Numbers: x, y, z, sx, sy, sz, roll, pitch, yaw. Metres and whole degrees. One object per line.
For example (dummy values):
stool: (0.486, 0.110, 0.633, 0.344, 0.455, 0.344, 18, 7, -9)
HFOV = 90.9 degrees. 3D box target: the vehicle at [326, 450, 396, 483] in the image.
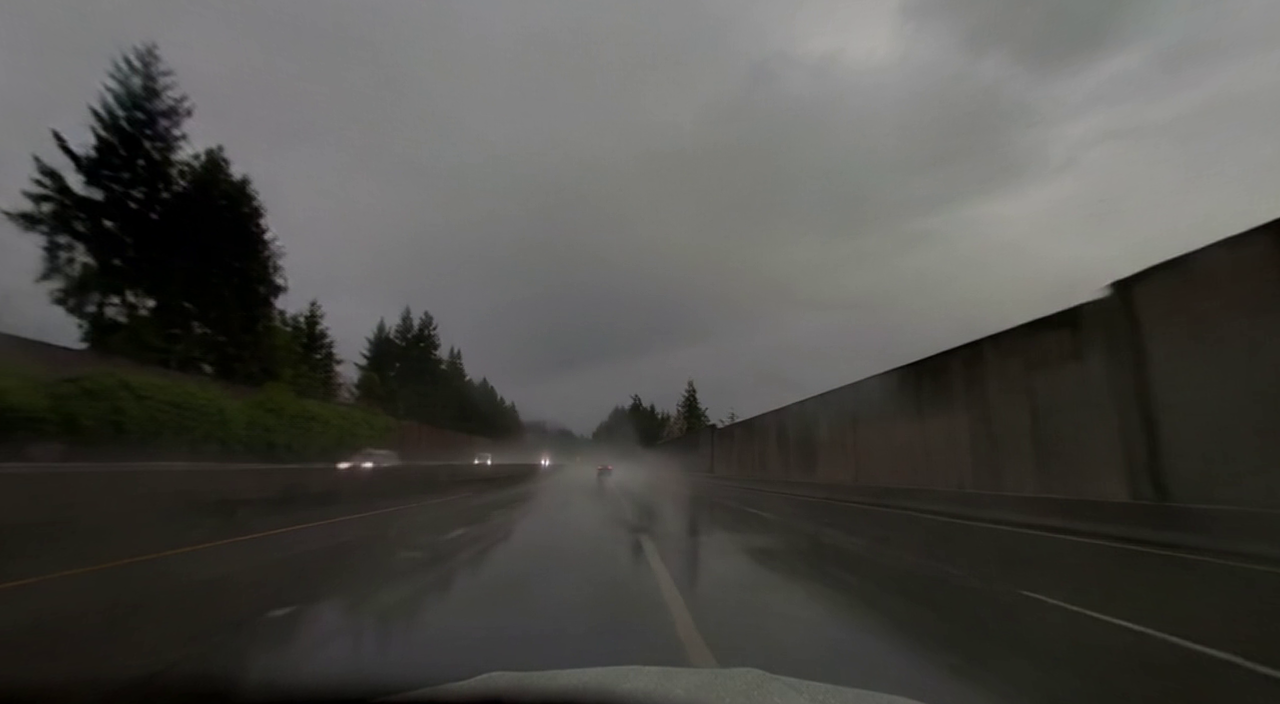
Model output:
vehicle: (-13.438, 5.555, 30.611, 1.784, 1.447, 3.731, 1, -10, -2)
